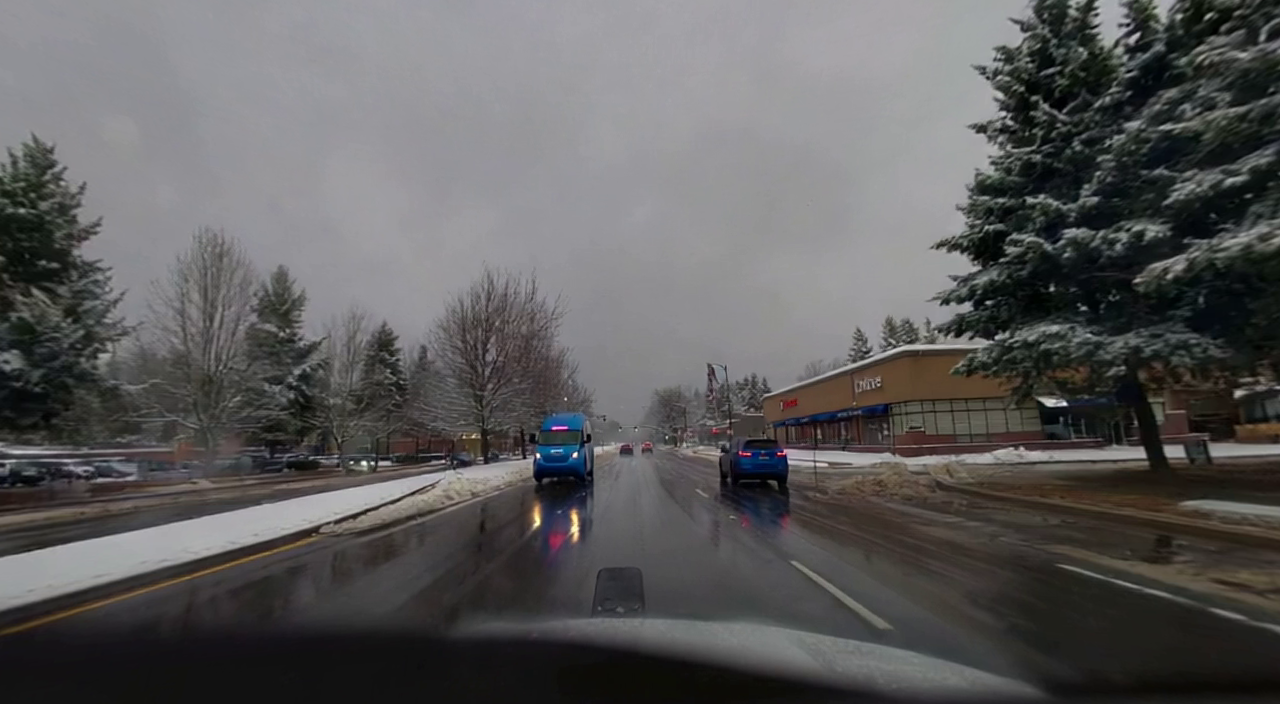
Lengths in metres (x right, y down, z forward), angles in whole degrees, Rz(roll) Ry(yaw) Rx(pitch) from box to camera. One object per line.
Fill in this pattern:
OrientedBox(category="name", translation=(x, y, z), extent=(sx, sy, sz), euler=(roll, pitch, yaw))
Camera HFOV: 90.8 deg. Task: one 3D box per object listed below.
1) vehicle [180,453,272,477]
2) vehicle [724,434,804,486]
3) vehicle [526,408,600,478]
OrientedBox(category="vehicle", translation=(-31.872, 8.675, 48.822), extent=(5.692, 1.725, 2.144), euler=(5, -10, -33))
OrientedBox(category="vehicle", translation=(4.262, 3.784, 22.381), extent=(1.869, 1.646, 4.166), euler=(0, -9, -2))
OrientedBox(category="vehicle", translation=(-3.265, 4.072, 28.126), extent=(2.443, 2.784, 5.862), euler=(0, -9, 1))
